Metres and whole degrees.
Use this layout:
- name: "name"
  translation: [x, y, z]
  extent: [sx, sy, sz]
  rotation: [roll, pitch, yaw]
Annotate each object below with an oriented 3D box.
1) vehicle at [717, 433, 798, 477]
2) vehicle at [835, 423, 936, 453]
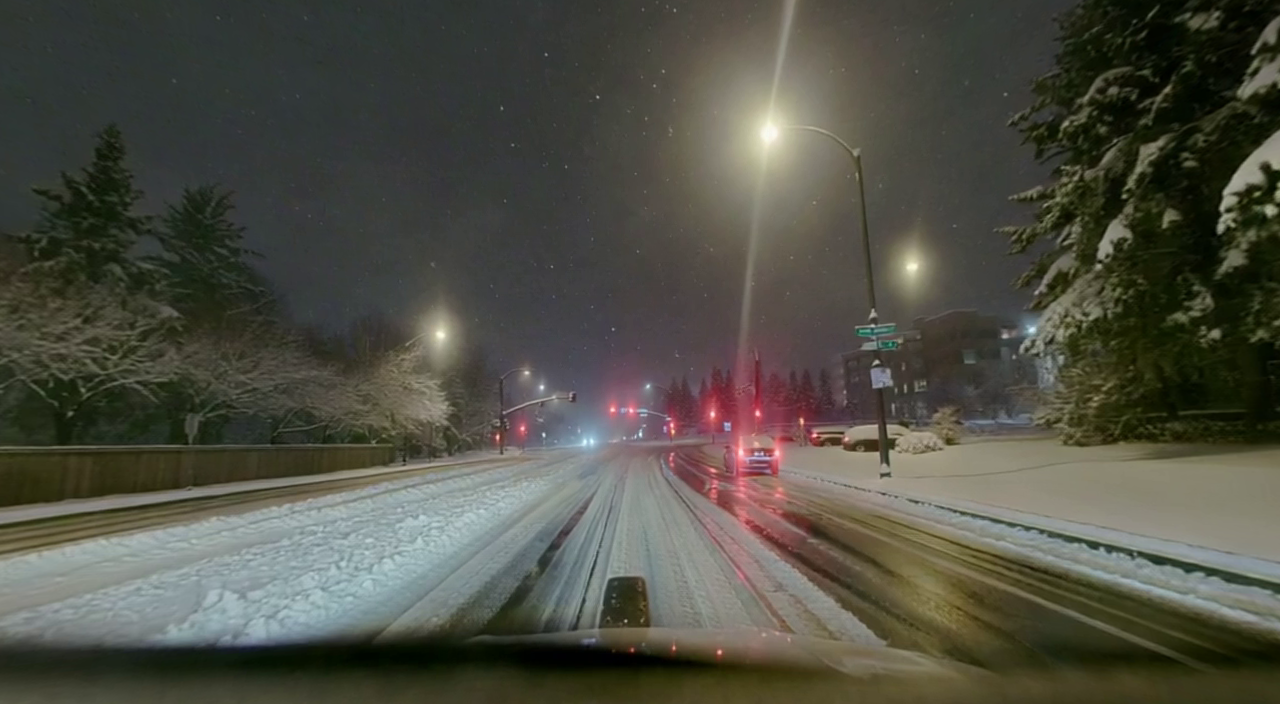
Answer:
- name: "vehicle"
  translation: [4.215, 3.791, 23.356]
  extent: [2.006, 1.448, 4.671]
  rotation: [0, -8, -1]
- name: "vehicle"
  translation: [12.116, 4.271, 31.302]
  extent: [4.227, 1.451, 1.874]
  rotation: [0, -7, 1]
